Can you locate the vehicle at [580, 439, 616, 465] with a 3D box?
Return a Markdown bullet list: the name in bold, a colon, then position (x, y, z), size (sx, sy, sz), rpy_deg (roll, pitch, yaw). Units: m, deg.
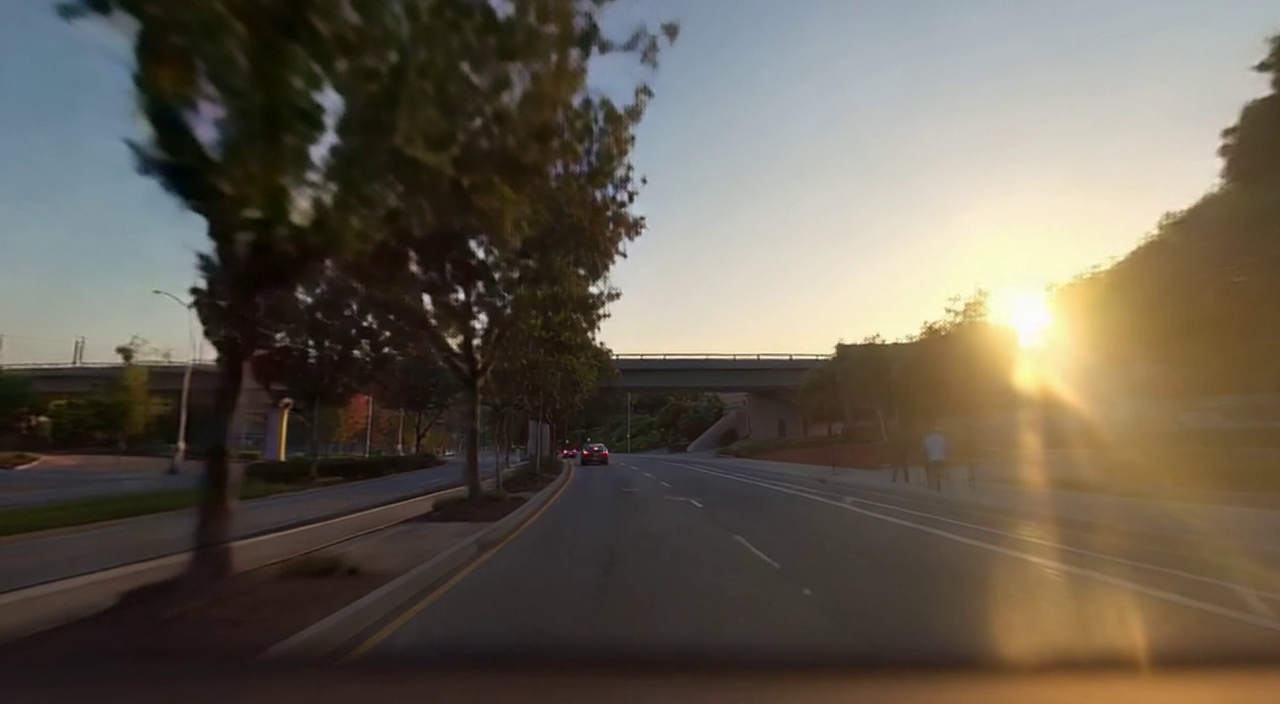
- **vehicle**: position (-3.006, 7.002, 44.281), size (2.184, 1.713, 4.231), rpy_deg (2, -9, -8)
